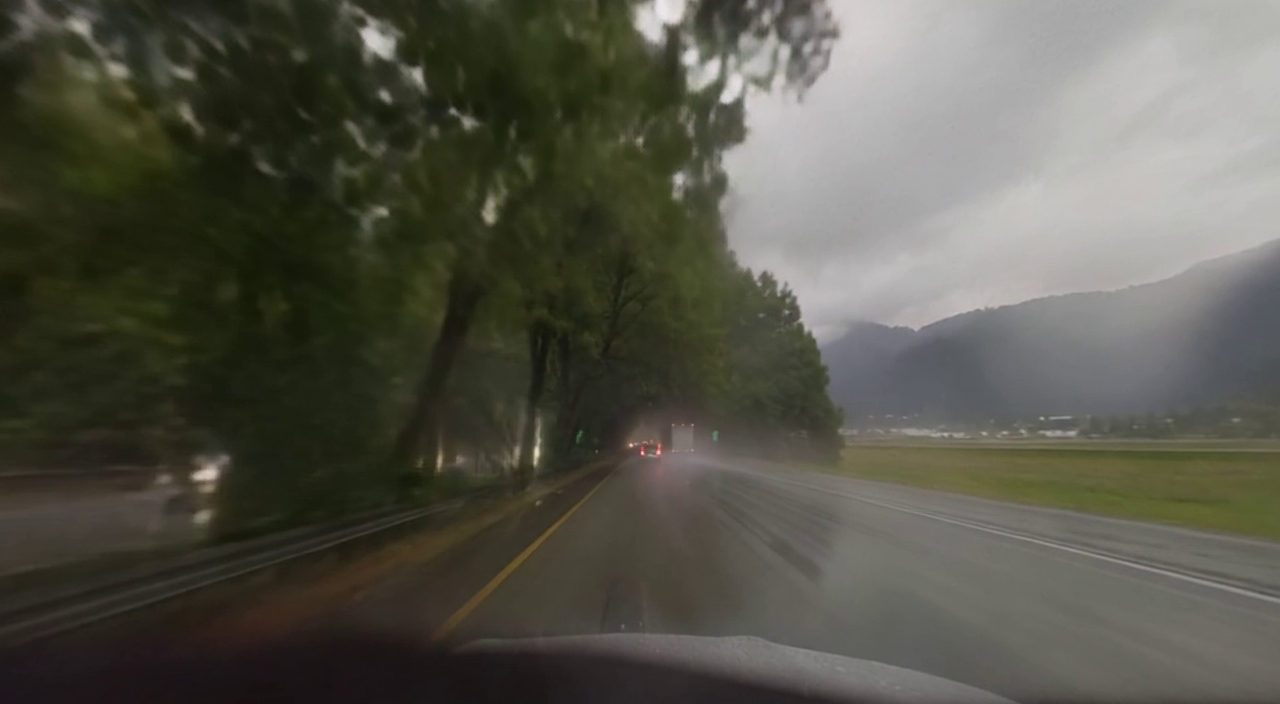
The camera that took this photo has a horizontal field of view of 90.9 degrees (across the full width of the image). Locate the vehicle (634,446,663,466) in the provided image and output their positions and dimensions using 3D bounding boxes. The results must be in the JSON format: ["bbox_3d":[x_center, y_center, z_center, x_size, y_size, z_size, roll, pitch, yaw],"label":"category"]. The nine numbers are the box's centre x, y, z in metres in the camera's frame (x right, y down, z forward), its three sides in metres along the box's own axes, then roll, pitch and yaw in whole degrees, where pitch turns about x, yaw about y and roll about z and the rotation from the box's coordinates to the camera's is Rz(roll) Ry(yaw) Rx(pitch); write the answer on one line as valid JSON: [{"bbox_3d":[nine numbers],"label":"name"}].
[{"bbox_3d":[0.636,7.731,46.932,2.023,1.434,4.236,0,-9,1],"label":"vehicle"}]

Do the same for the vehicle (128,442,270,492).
[{"bbox_3d":[-15.464,4.044,22.451,1.906,1.582,4.254,0,-9,1],"label":"vehicle"}]
